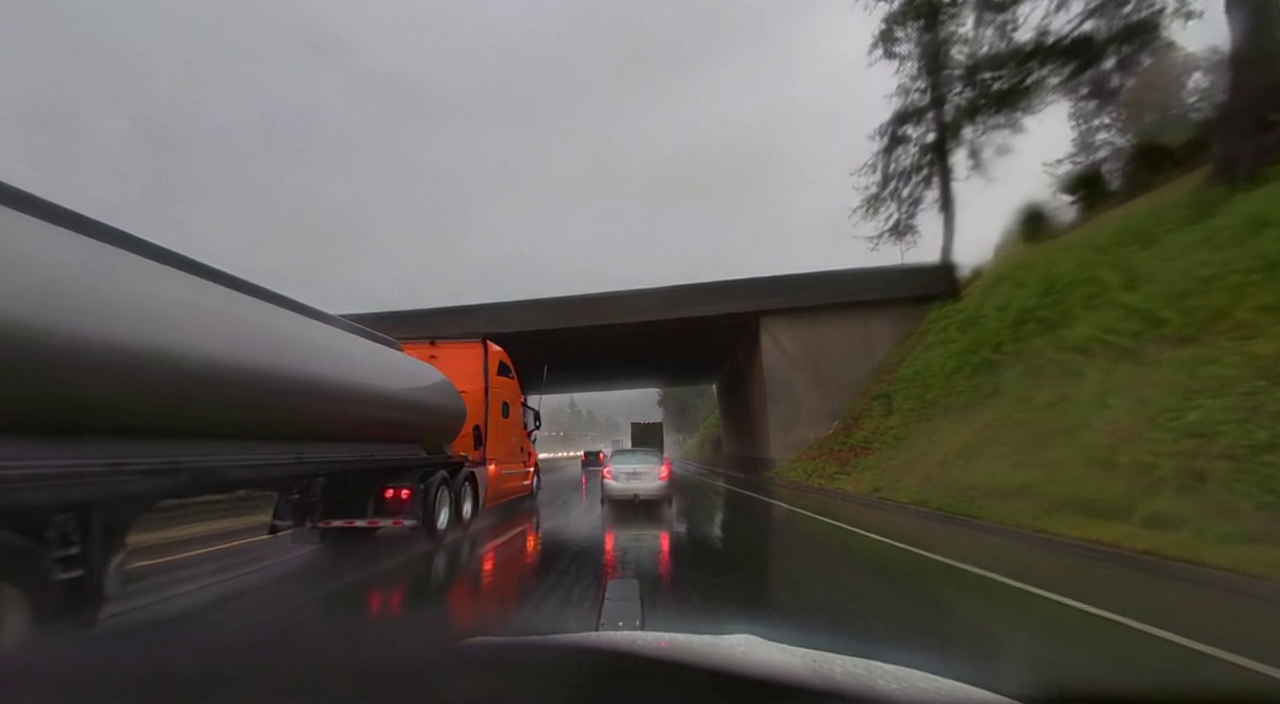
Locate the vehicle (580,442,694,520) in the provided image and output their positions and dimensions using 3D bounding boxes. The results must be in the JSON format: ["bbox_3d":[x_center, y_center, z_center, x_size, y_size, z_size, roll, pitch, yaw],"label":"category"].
[{"bbox_3d":[-0.045,2.845,14.485,2.215,1.481,4.246,0,-9,0],"label":"vehicle"}]

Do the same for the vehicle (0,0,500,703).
[{"bbox_3d":[-4.266,0.329,4.647,2.896,3.563,14.643,0,-9,1],"label":"vehicle"}]
